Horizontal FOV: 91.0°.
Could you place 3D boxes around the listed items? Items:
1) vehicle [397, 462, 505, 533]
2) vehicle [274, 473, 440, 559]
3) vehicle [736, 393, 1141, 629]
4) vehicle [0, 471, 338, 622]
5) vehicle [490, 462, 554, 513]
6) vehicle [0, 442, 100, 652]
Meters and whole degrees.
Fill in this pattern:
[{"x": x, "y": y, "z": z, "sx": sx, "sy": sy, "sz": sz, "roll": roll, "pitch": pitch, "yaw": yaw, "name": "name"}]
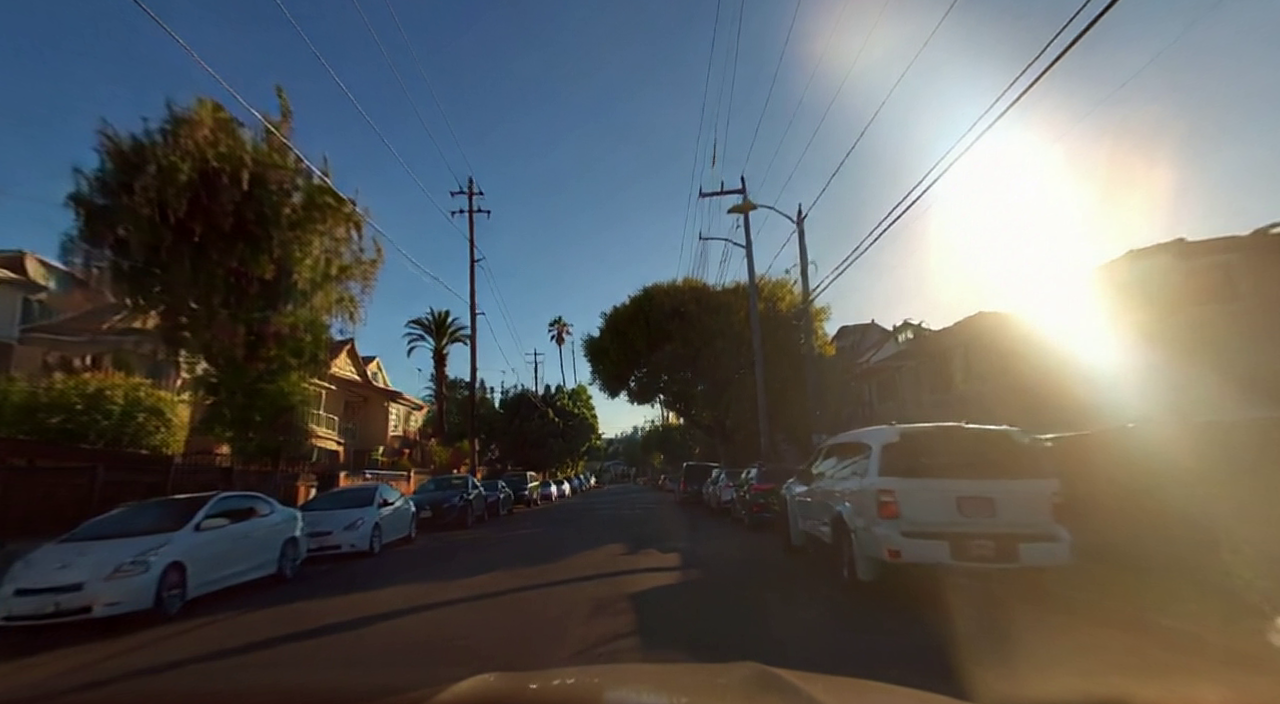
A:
[{"x": -6.214, "y": 4.823, "z": 21.438, "sx": 2.349, "sy": 1.952, "sz": 4.848, "roll": 0, "pitch": -8, "yaw": -2, "name": "vehicle"}, {"x": -6.344, "y": 3.707, "z": 14.823, "sx": 1.874, "sy": 1.449, "sz": 4.622, "roll": 0, "pitch": -8, "yaw": -2, "name": "vehicle"}, {"x": 2.979, "y": 1.770, "z": 8.411, "sx": 2.268, "sy": 1.953, "sz": 6.124, "roll": 0, "pitch": -8, "yaw": -2, "name": "vehicle"}, {"x": -6.546, "y": 2.660, "z": 9.519, "sx": 1.841, "sy": 1.491, "sz": 4.525, "roll": 0, "pitch": -8, "yaw": -2, "name": "vehicle"}, {"x": -6.210, "y": 7.182, "z": 33.907, "sx": 2.281, "sy": 2.248, "sz": 5.873, "roll": 0, "pitch": -8, "yaw": 0, "name": "vehicle"}, {"x": -6.467, "y": 1.466, "z": 3.847, "sx": 1.933, "sy": 1.824, "sz": 5.142, "roll": 0, "pitch": -8, "yaw": -3, "name": "vehicle"}]
